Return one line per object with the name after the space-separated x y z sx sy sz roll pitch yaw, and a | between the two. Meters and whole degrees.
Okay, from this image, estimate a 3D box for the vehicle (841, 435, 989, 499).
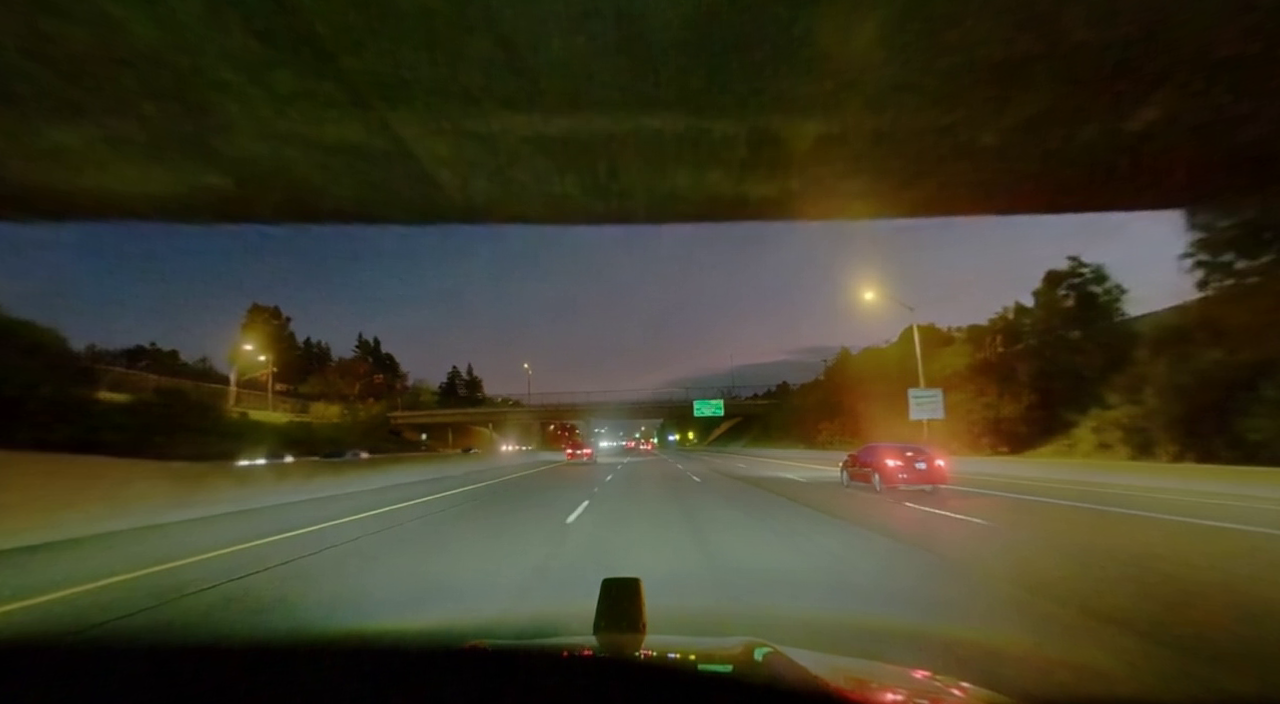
7.158 3.024 17.042 1.914 1.465 4.574 0 -8 0 | vehicle

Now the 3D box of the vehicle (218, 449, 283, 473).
-28.255 7.887 45.892 1.847 1.645 4.418 0 -8 1 | vehicle

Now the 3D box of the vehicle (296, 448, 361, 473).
-20.964 7.298 42.725 1.927 1.515 4.771 0 -8 0 | vehicle

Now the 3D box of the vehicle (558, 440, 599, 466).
-3.805 6.376 39.860 2.085 1.533 4.861 0 -8 1 | vehicle
